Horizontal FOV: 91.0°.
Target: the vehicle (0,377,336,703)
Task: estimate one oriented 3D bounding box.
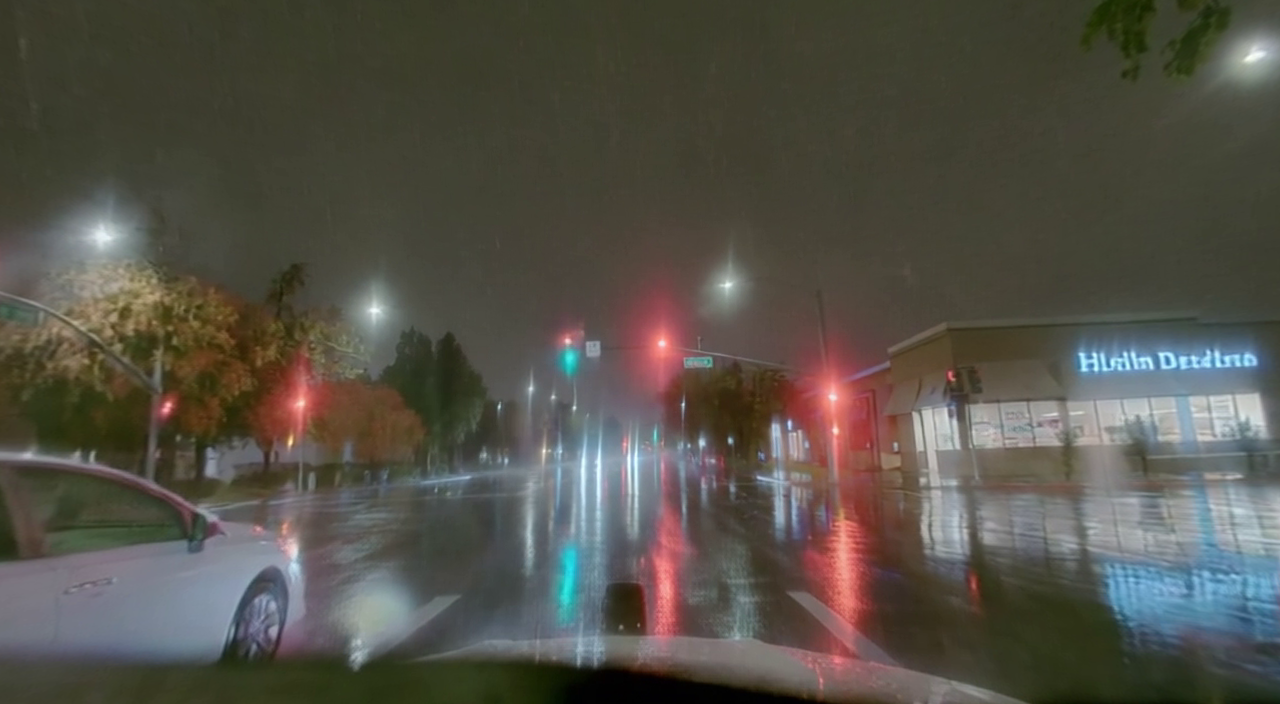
[{"bbox_3d":[-3.501,0.990,2.943,1.947,1.627,4.248,0,-9,1],"label":"vehicle"}]
